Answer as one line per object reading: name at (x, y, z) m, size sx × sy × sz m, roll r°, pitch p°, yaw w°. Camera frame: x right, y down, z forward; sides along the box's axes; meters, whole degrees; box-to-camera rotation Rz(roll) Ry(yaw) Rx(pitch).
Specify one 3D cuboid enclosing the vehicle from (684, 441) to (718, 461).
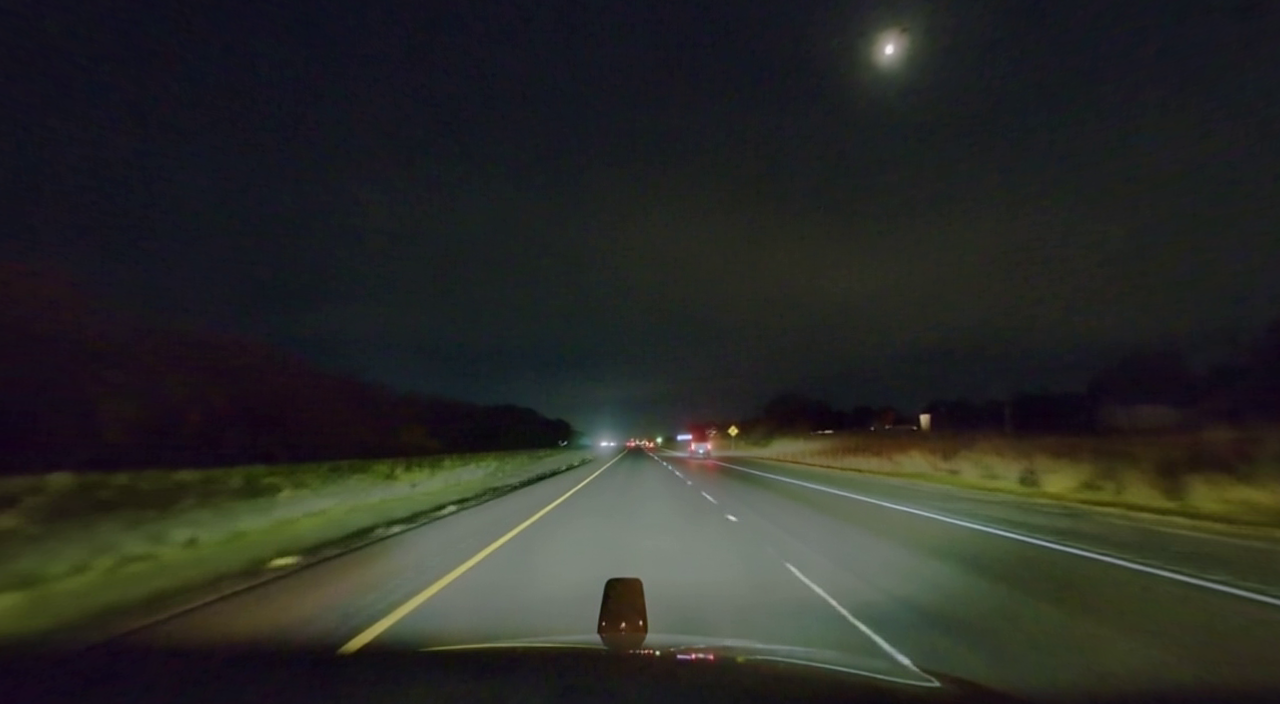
vehicle at (4.577, 7.509, 48.031) m, size 2.012 × 1.476 × 4.256 m, roll 0°, pitch -8°, yaw -2°
